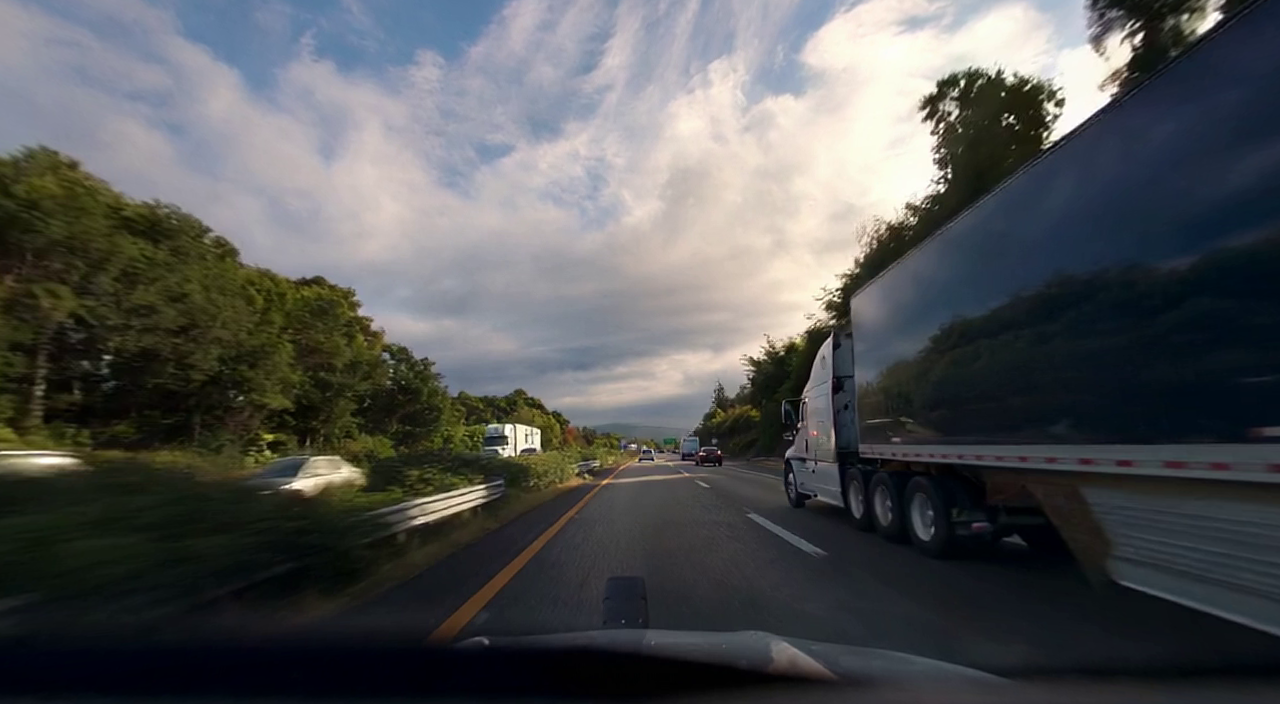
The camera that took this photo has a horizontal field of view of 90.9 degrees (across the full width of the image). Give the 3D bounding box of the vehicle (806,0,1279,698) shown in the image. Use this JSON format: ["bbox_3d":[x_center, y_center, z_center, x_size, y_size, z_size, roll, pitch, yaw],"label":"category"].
[{"bbox_3d":[4.896,0.142,5.537,2.889,4.072,13.991,0,-9,-1],"label":"vehicle"}]

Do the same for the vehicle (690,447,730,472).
[{"bbox_3d":[4.502,6.952,40.873,2.043,1.542,3.881,0,-9,-1],"label":"vehicle"}]
